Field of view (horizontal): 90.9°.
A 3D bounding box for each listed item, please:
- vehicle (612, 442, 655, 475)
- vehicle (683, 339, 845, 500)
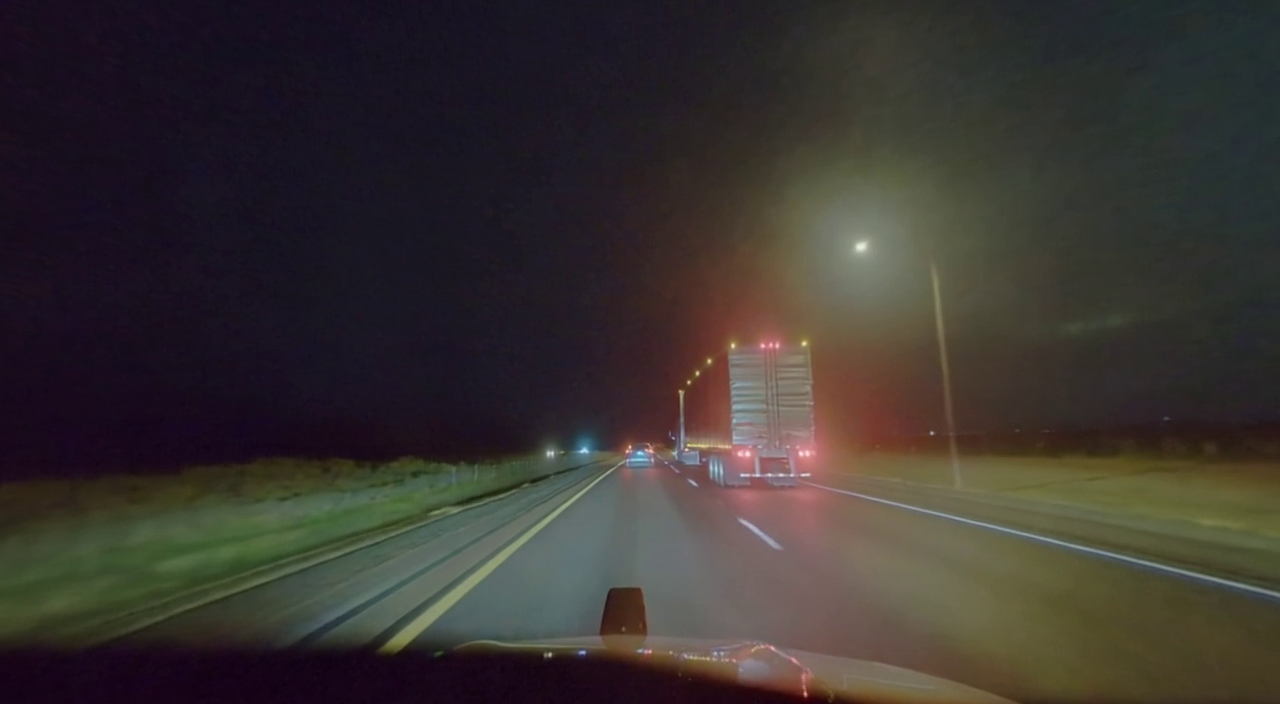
[{"bbox_3d":[-0.273,5.199,31.063,1.968,1.515,4.025,-1,-8,0],"label":"vehicle"},{"bbox_3d":[3.738,2.891,24.358,2.929,4.158,15.921,0,-8,0],"label":"vehicle"}]
